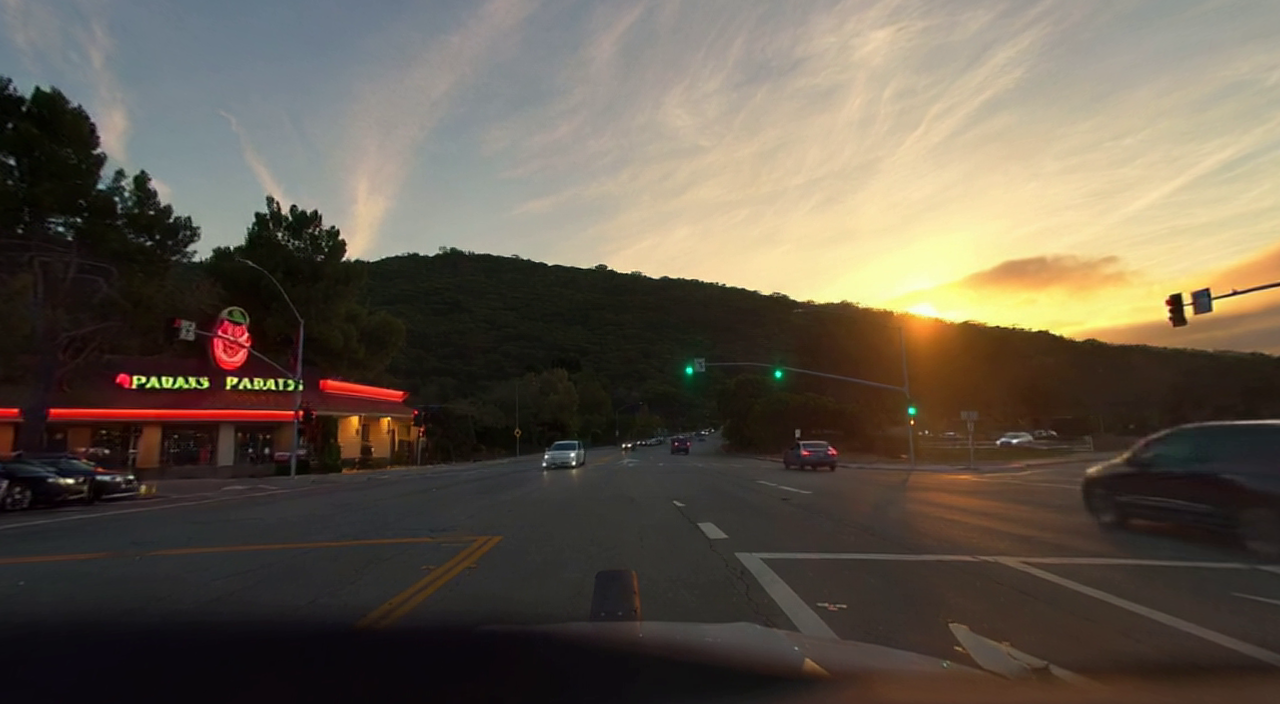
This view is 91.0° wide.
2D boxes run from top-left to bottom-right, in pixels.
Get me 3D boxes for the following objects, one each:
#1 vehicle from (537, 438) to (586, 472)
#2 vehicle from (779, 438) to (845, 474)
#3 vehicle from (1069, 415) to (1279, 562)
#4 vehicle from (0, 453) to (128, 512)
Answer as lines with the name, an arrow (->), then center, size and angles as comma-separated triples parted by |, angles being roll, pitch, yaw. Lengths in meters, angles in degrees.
vehicle -> -4.595, 6.127, 37.658 | 2.238, 1.883, 4.503 | 0, -9, 2
vehicle -> 9.421, 5.734, 34.880 | 2.273, 1.839, 4.218 | 1, -9, -3
vehicle -> 9.411, 1.987, 9.583 | 2.114, 1.898, 4.996 | 0, -8, -1
vehicle -> -19.790, 4.195, 20.478 | 4.440, 1.748, 2.033 | 0, -9, 1
